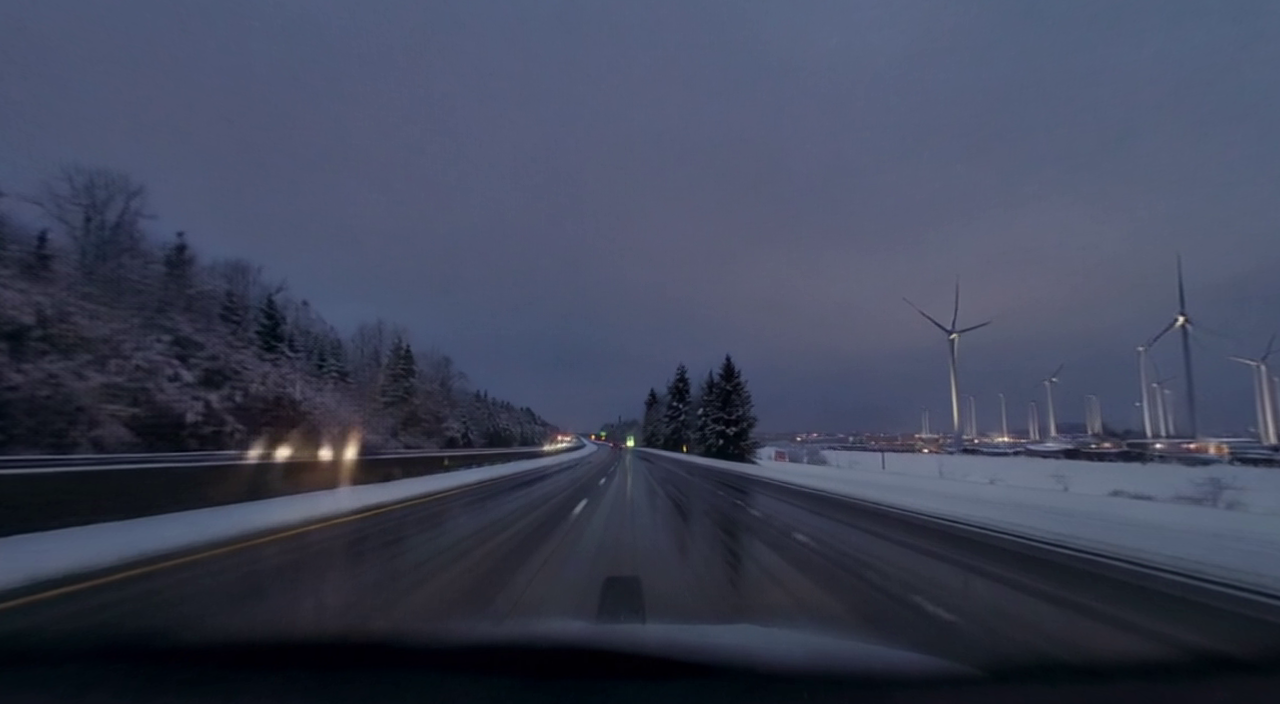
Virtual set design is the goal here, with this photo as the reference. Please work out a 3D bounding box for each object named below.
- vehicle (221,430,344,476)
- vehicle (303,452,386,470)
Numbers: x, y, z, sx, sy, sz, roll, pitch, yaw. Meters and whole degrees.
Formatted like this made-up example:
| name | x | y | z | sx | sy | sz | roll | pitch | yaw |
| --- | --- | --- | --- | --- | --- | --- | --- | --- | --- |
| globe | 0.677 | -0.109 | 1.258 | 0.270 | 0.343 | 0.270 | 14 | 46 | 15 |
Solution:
| name | x | y | z | sx | sy | sz | roll | pitch | yaw |
| --- | --- | --- | --- | --- | --- | --- | --- | --- | --- |
| vehicle | -16.135 | 4.608 | 28.955 | 2.299 | 1.894 | 5.687 | 0 | -9 | 0 |
| vehicle | -16.120 | 5.981 | 34.738 | 2.155 | 0.878 | 4.815 | 0 | -9 | 2 |
